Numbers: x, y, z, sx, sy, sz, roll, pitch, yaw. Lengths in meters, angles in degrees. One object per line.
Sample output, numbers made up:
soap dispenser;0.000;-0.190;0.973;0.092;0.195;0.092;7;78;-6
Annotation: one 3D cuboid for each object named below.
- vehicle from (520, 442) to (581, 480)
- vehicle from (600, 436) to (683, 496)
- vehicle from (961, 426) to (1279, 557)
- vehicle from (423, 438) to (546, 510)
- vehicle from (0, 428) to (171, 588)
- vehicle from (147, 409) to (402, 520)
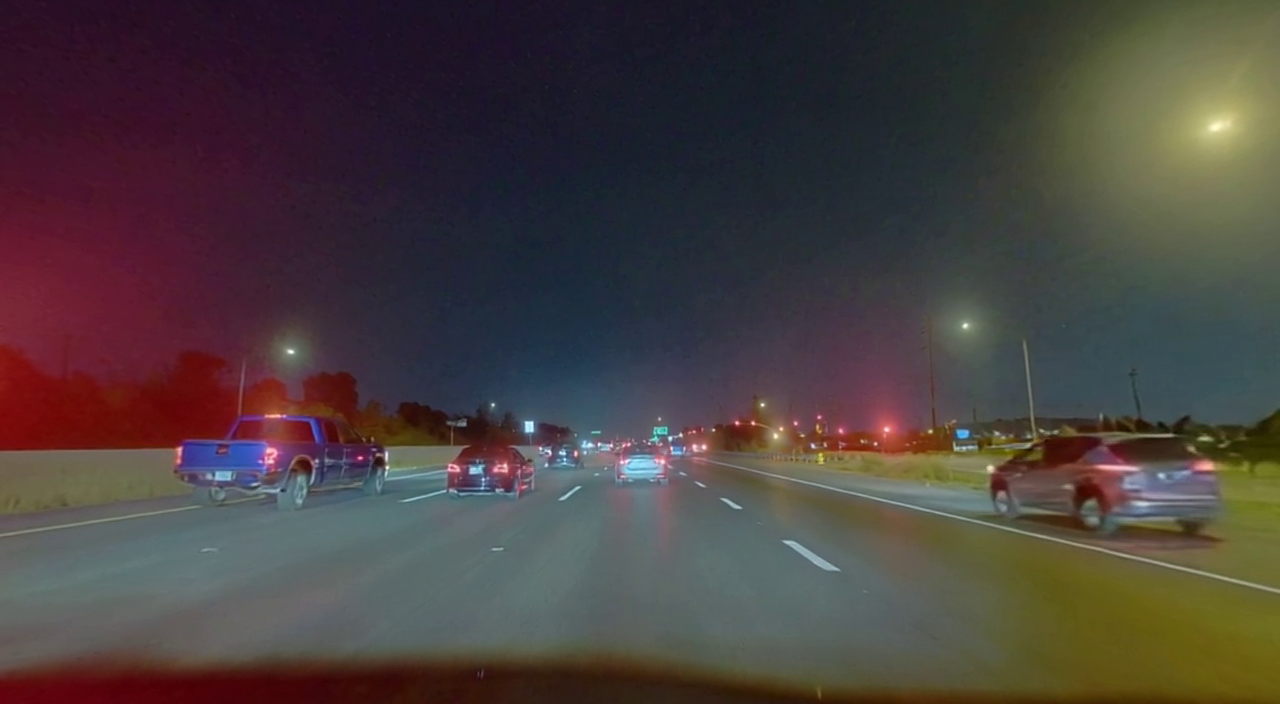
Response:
vehicle;-3.639;4.489;26.412;1.904;1.448;4.060;0;-8;0
vehicle;-0.001;3.226;18.379;2.102;1.499;4.439;0;-8;-1
vehicle;7.262;1.962;9.713;2.147;1.492;4.614;0;-8;-1
vehicle;-3.493;2.805;15.045;1.899;1.437;4.131;0;-8;-1
vehicle;-6.866;1.397;5.521;1.900;1.461;4.706;0;-8;0
vehicle;-7.469;2.376;13.910;2.194;1.922;5.637;0;-8;0
